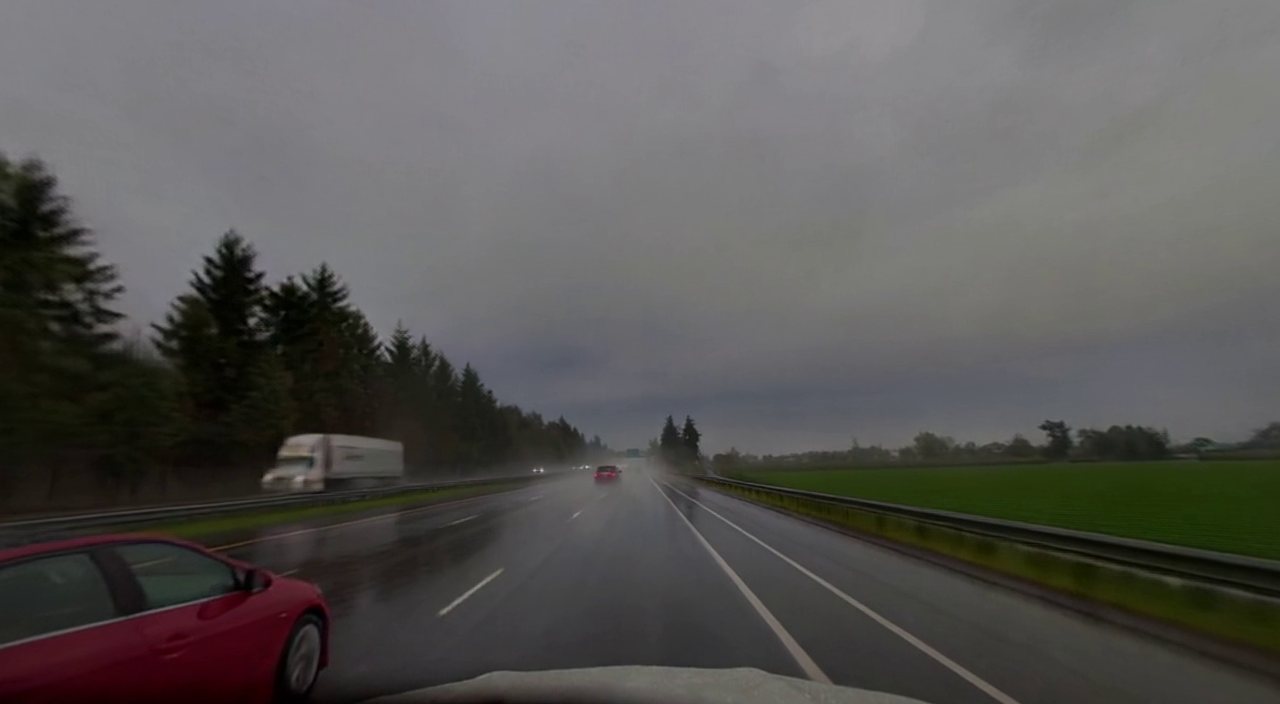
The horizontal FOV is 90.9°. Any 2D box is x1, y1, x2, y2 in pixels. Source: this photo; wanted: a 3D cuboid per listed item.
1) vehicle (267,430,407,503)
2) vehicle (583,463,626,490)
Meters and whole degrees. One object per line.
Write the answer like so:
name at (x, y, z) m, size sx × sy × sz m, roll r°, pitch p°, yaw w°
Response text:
vehicle at (-17.051, 6.658, 36.650) m, size 2.931 × 3.579 × 10.281 m, roll 1°, pitch -10°, yaw 0°
vehicle at (-1.993, 7.304, 37.012) m, size 2.183 × 1.435 × 4.653 m, roll 0°, pitch -10°, yaw 0°
